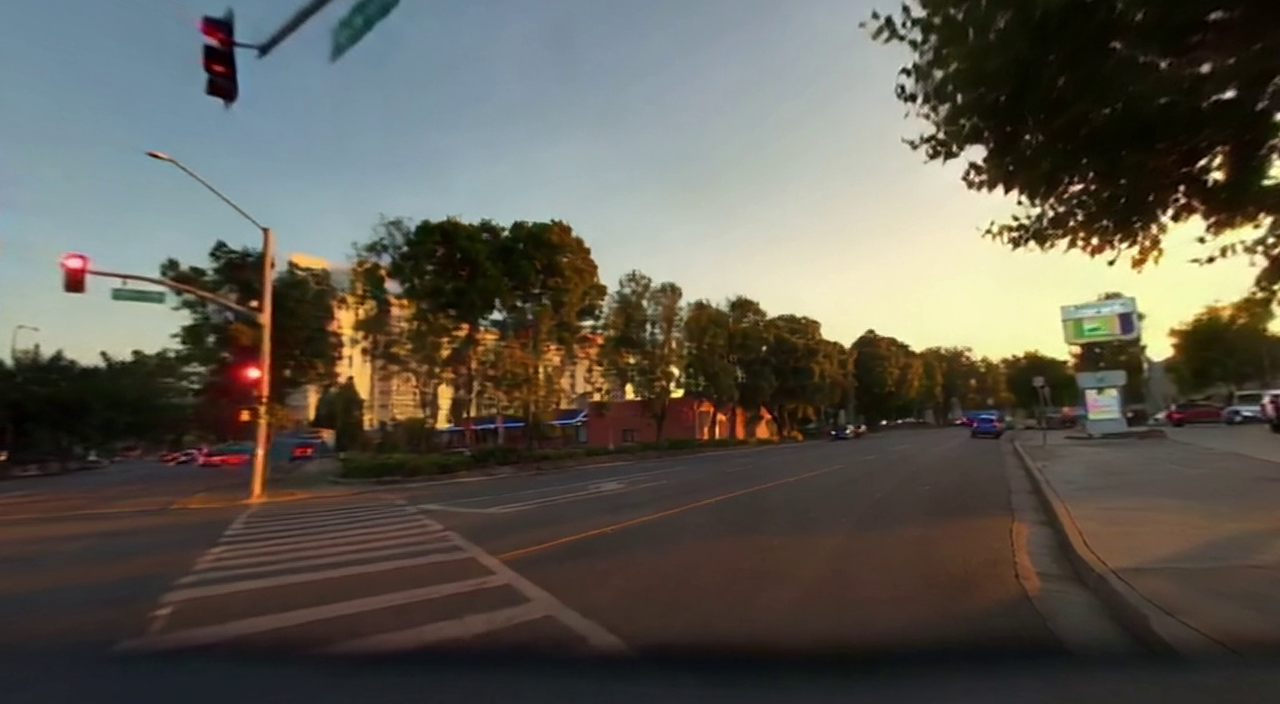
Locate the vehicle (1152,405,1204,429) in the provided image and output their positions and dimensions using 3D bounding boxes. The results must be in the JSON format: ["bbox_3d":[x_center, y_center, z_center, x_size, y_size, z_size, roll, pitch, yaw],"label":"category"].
[{"bbox_3d":[35.721,4.368,42.057,1.919,1.411,4.440,-6,-10,32],"label":"vehicle"}]

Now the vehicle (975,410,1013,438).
[{"bbox_3d":[26.935,5.526,48.007,2.194,1.896,5.049,-5,-10,31],"label":"vehicle"}]
